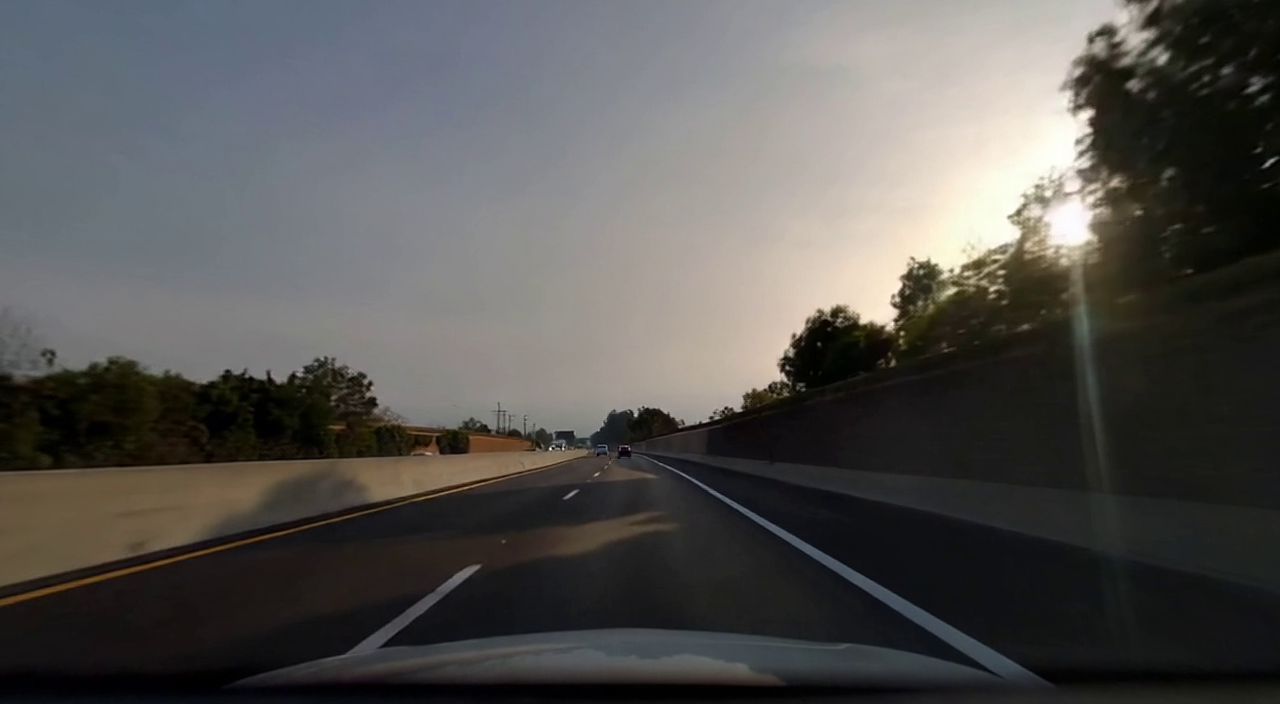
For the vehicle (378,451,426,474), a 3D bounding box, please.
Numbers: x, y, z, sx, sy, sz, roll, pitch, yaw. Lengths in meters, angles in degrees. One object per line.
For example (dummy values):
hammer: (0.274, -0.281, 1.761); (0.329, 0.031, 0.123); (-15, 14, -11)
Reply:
vehicle: (-17.344, 8.059, 45.956); (1.936, 1.576, 4.524); (0, -9, -3)
